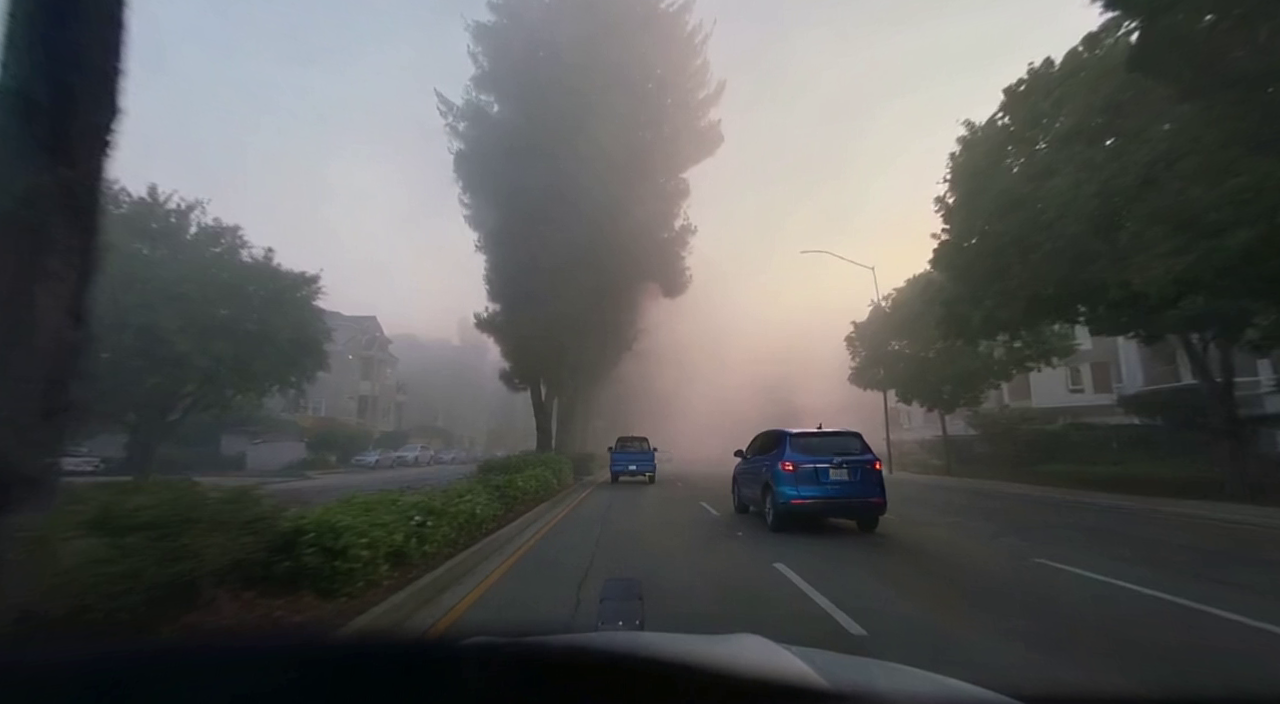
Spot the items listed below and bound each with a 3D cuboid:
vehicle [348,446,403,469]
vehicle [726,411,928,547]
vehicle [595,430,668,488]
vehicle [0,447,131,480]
[{"bbox_3d":[-18.522,7.437,44.478,1.954,1.570,4.828,0,-10,-2],"label":"vehicle"},{"bbox_3d":[2.843,2.062,10.862,2.033,1.823,4.409,0,-9,-1],"label":"vehicle"},{"bbox_3d":[-0.227,3.819,22.894,2.345,1.841,5.032,0,-9,1],"label":"vehicle"},{"bbox_3d":[-32.657,6.238,35.543,5.796,1.749,2.493,0,-9,0],"label":"vehicle"}]
